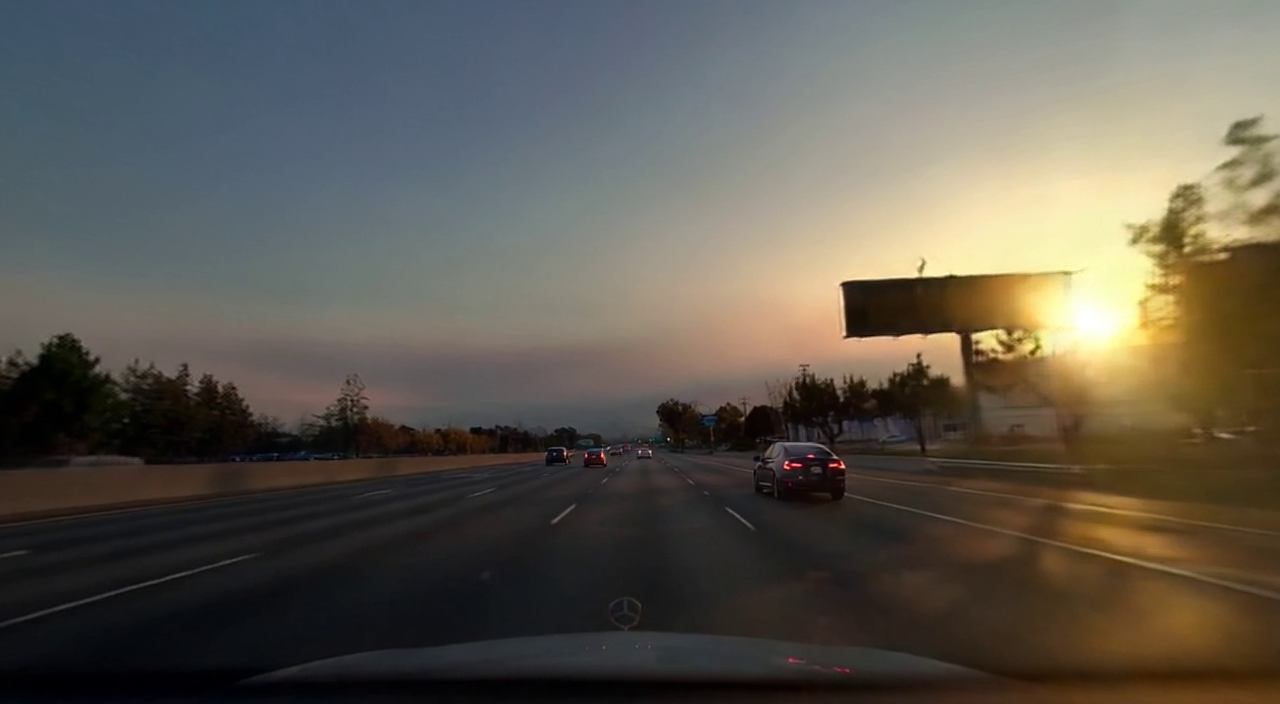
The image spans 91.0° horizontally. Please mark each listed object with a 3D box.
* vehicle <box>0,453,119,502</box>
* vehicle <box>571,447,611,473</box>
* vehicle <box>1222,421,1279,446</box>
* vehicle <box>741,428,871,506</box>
[{"bbox_3d":[-23.567,4.749,24.244,2.206,1.671,5.566,0,-9,0],"label":"vehicle"},{"bbox_3d":[-3.016,6.728,39.436,2.139,1.510,4.506,0,-9,0],"label":"vehicle"},{"bbox_3d":[44.927,5.840,45.017,4.543,1.707,1.983,0,-9,-1],"label":"vehicle"},{"bbox_3d":[4.197,3.006,16.851,2.109,1.764,4.704,0,-9,-1],"label":"vehicle"}]
